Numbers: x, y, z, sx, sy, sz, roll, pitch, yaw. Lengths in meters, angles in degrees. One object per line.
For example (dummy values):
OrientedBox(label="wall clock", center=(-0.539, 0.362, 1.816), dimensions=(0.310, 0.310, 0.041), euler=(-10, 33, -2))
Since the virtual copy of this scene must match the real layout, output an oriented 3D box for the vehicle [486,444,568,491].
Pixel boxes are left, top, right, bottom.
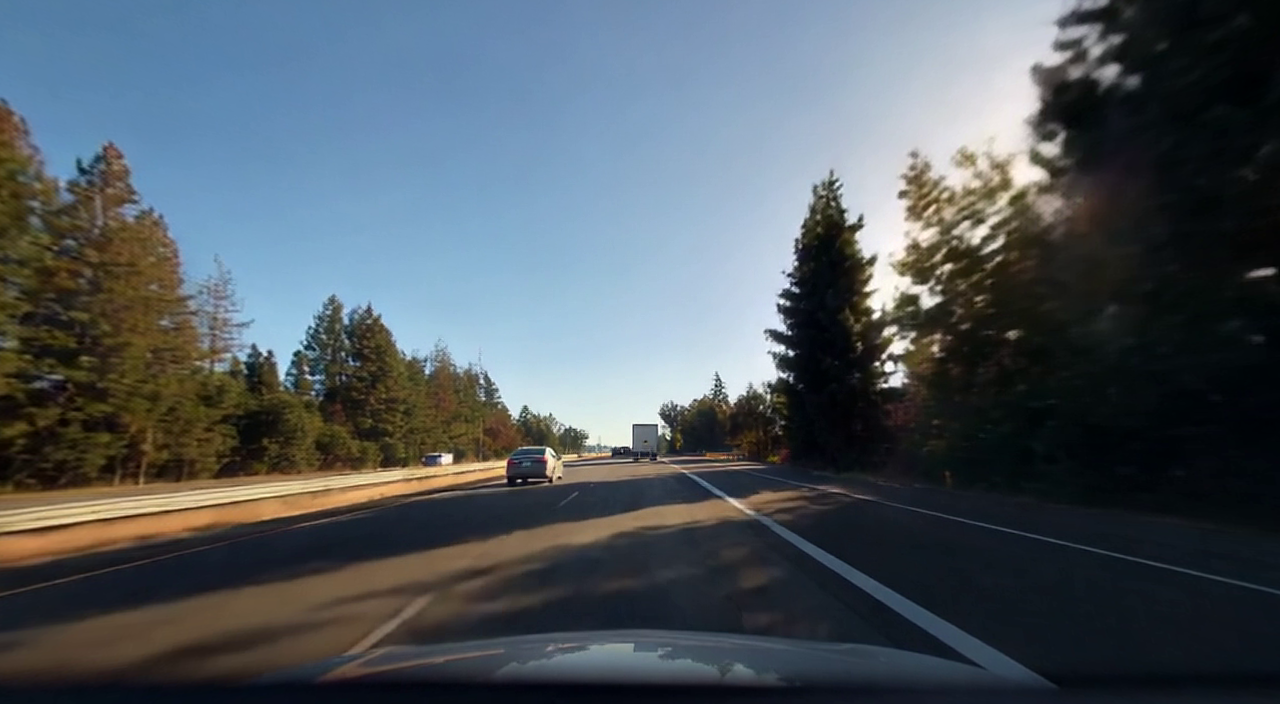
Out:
OrientedBox(label="vehicle", center=(-3.970, 4.163, 23.110), dimensions=(1.999, 1.533, 4.870), euler=(-1, -9, 1))
